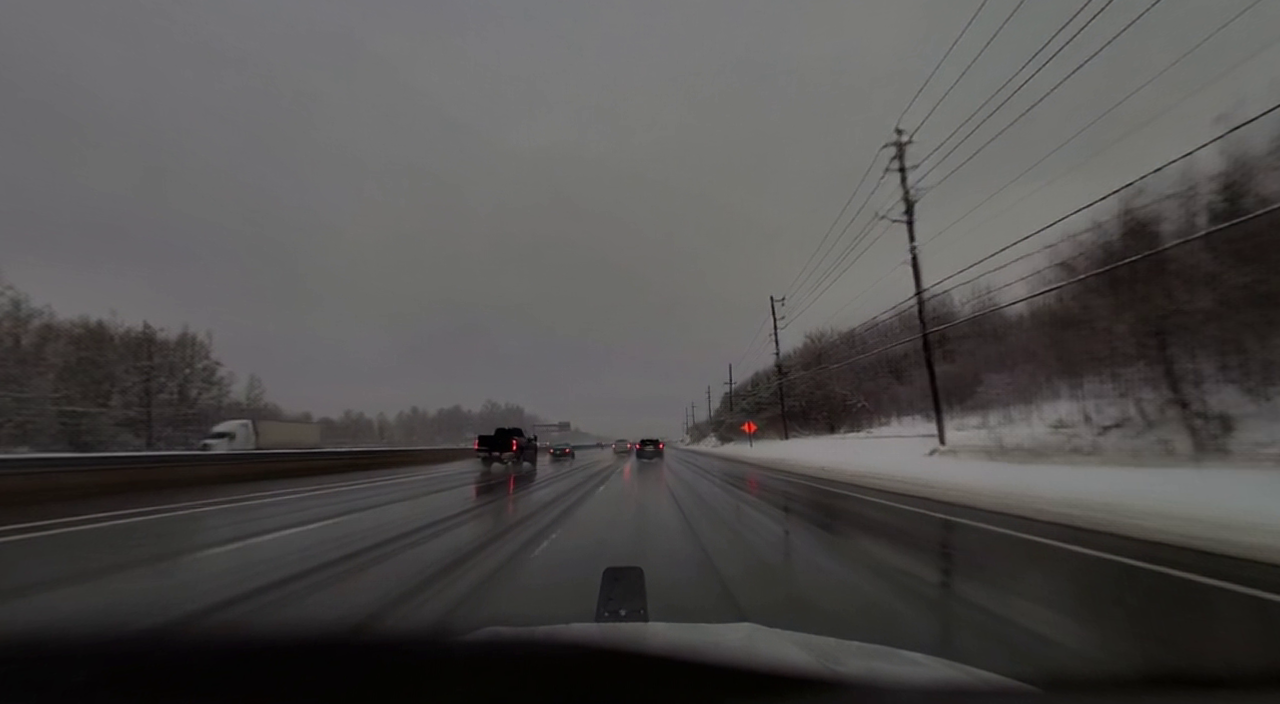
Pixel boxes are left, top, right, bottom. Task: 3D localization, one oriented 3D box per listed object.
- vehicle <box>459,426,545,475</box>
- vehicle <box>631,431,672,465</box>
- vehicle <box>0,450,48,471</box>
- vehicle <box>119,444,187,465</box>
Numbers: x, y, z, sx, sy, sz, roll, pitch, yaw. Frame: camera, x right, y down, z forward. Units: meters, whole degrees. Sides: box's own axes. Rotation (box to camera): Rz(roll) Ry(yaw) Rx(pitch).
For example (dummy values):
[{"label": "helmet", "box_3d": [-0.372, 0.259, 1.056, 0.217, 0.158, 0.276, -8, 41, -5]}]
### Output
[{"label": "vehicle", "box_3d": [-6.175, 4.531, 29.211, 2.460, 1.992, 6.474, 0, -8, 1]}, {"label": "vehicle", "box_3d": [0.692, 6.141, 40.352, 2.448, 2.025, 5.193, 0, -8, 0]}, {"label": "vehicle", "box_3d": [-46.277, 7.903, 46.005, 1.755, 1.457, 4.514, 0, -8, 1]}, {"label": "vehicle", "box_3d": [-35.617, 7.479, 46.278, 1.728, 1.444, 3.997, 0, -8, 1]}]
